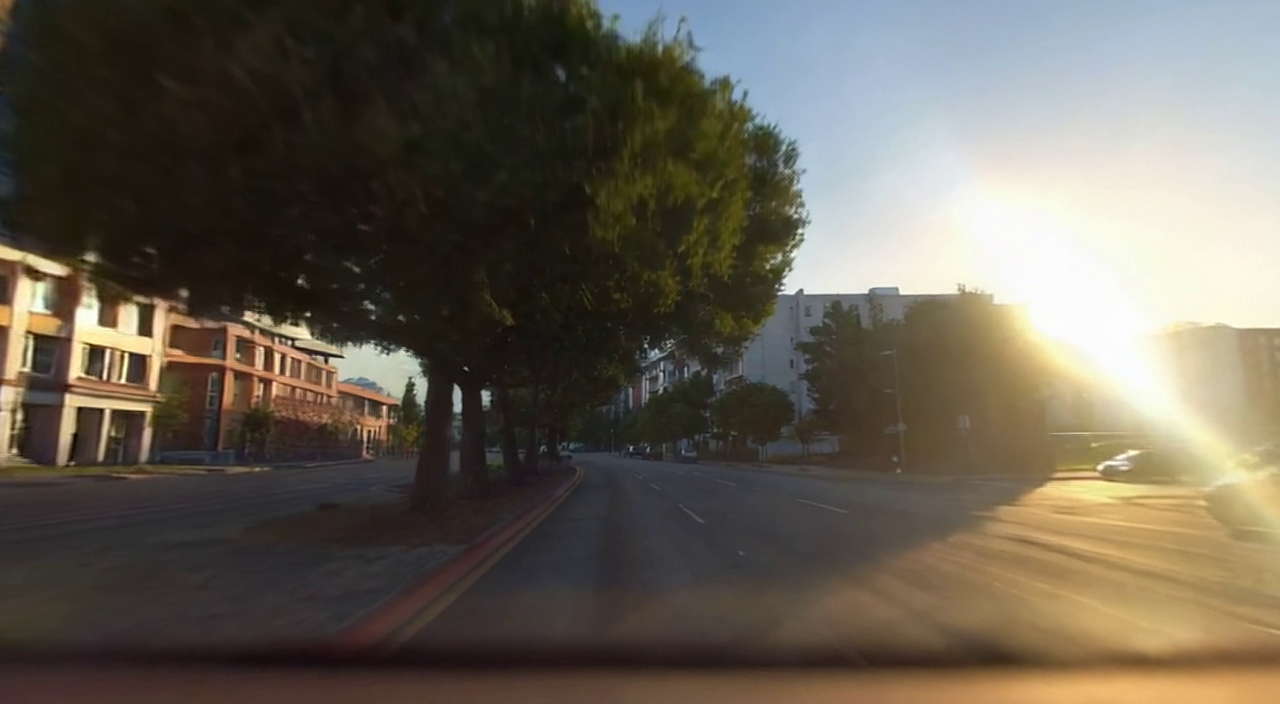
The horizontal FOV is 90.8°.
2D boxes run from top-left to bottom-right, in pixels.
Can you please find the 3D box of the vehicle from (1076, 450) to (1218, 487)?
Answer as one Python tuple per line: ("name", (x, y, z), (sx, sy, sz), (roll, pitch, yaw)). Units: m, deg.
("vehicle", (24.435, 5.589, 30.573), (5.224, 1.678, 2.033), (0, -9, -4))
